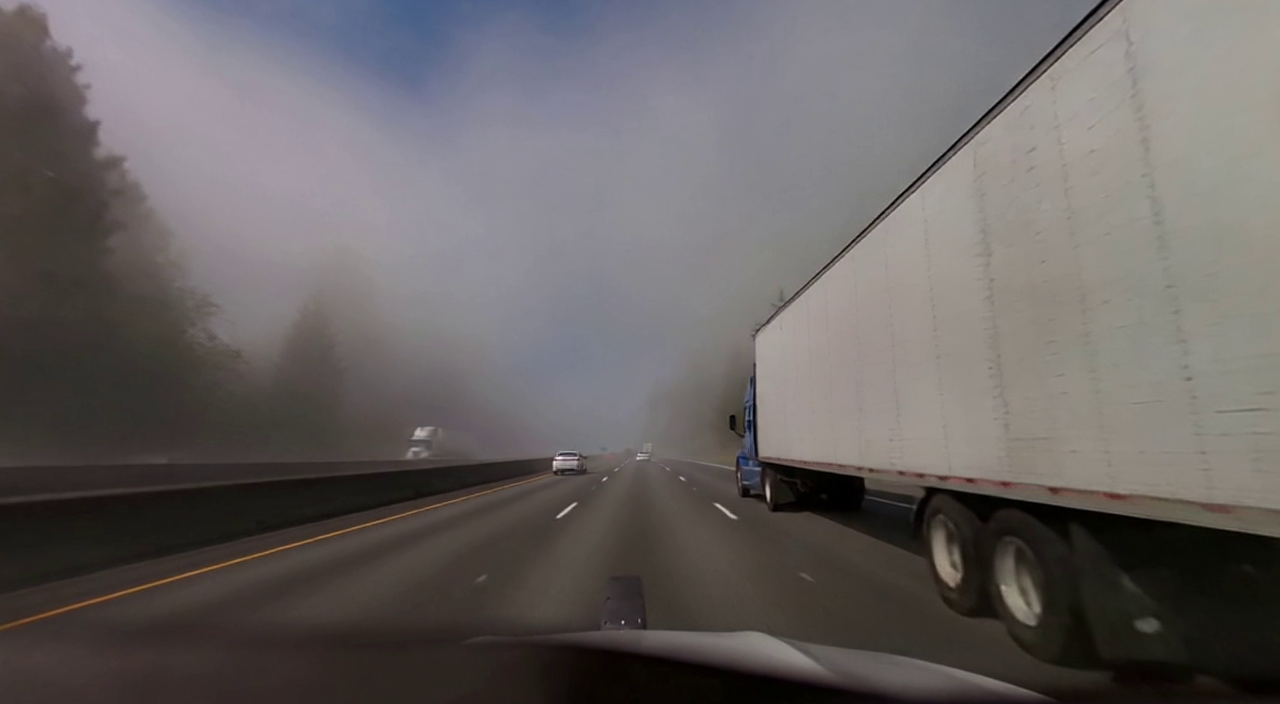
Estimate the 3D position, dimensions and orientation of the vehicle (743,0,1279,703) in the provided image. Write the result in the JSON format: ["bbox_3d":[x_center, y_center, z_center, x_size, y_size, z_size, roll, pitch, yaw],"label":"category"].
[{"bbox_3d":[4.201,0.665,9.112,3.025,4.005,14.010,0,-9,0],"label":"vehicle"}]

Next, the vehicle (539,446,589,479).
[{"bbox_3d":[-3.590,5.322,30.556,1.918,1.510,4.006,0,-9,0],"label":"vehicle"}]
